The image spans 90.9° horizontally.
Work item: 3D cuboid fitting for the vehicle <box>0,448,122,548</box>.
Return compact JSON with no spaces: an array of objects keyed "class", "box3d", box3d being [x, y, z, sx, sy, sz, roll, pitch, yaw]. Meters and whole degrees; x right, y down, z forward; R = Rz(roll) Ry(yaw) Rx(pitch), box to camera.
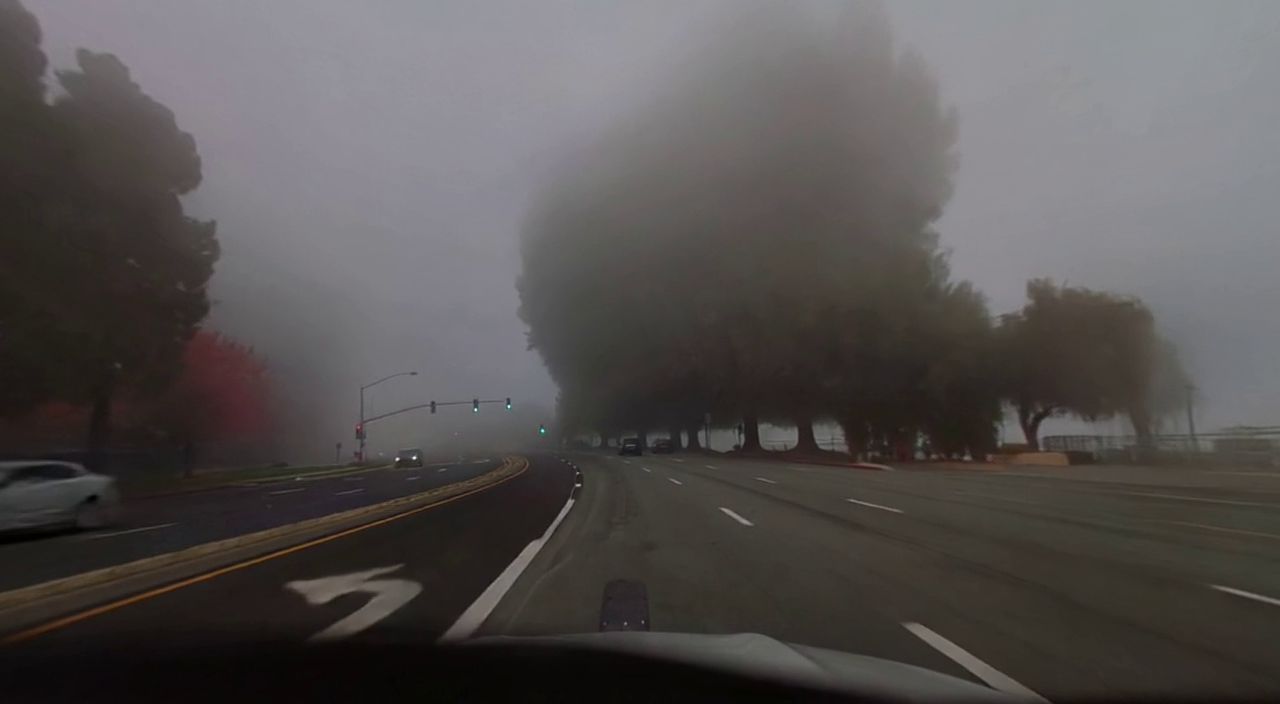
[{"class":"vehicle","box3d":[-13.059,2.885,12.362,2.124,1.844,4.520,-3,-8,-3]}]
